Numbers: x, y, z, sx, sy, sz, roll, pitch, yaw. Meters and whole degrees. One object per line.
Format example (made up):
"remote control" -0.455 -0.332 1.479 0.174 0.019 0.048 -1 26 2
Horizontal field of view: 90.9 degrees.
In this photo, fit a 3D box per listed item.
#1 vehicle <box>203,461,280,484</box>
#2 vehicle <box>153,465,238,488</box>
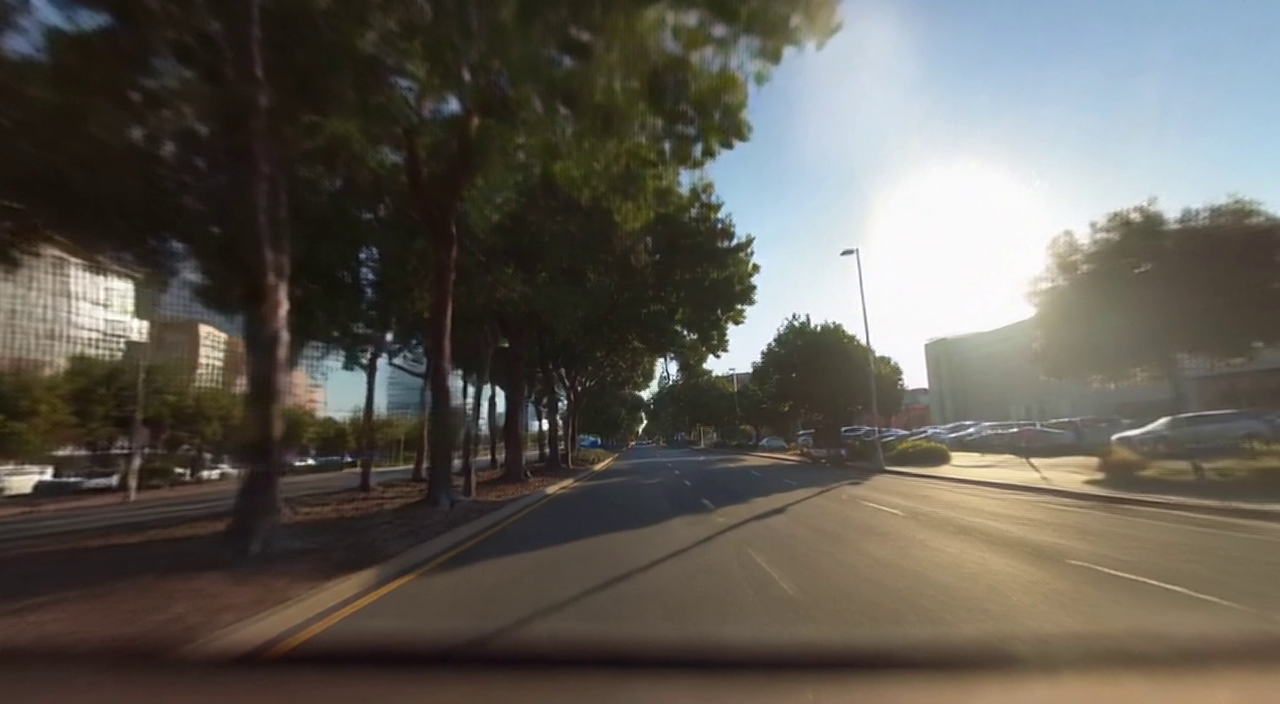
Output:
"vehicle" -30.774 9.321 48.898 4.735 1.468 2.047 3 -9 -24
"vehicle" -31.990 8.938 45.524 4.540 1.469 1.933 3 -9 -19
